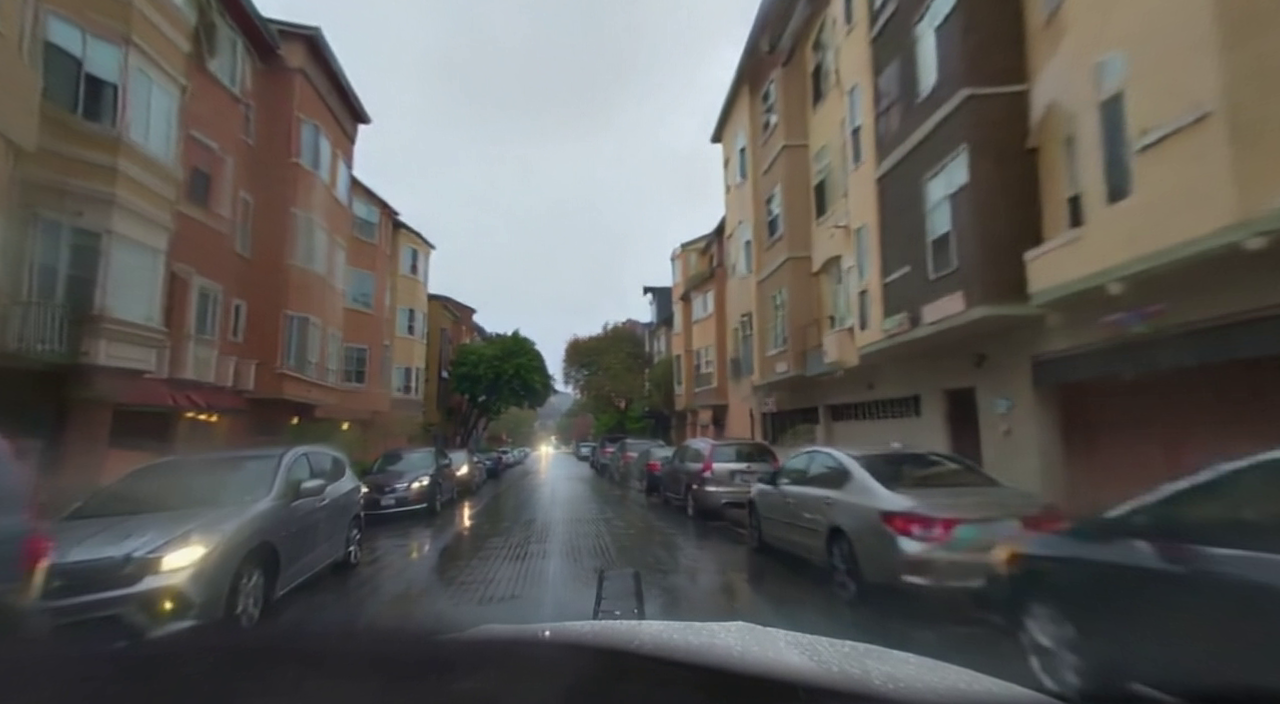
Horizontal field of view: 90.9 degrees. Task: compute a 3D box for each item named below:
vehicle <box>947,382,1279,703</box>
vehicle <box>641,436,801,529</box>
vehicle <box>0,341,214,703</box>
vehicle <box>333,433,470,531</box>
[{"bbox_3d":[3.313,0.913,1.813,2.025,1.631,4.679,3,-8,-8],"label":"vehicle"},{"bbox_3d":[1.454,2.582,13.366,1.968,1.595,4.543,2,-8,-11],"label":"vehicle"},{"bbox_3d":[-3.435,0.755,1.646,2.100,1.769,4.544,0,-8,-10],"label":"vehicle"},{"bbox_3d":[-5.360,2.872,14.804,2.081,1.679,4.506,-2,-5,-9],"label":"vehicle"}]
